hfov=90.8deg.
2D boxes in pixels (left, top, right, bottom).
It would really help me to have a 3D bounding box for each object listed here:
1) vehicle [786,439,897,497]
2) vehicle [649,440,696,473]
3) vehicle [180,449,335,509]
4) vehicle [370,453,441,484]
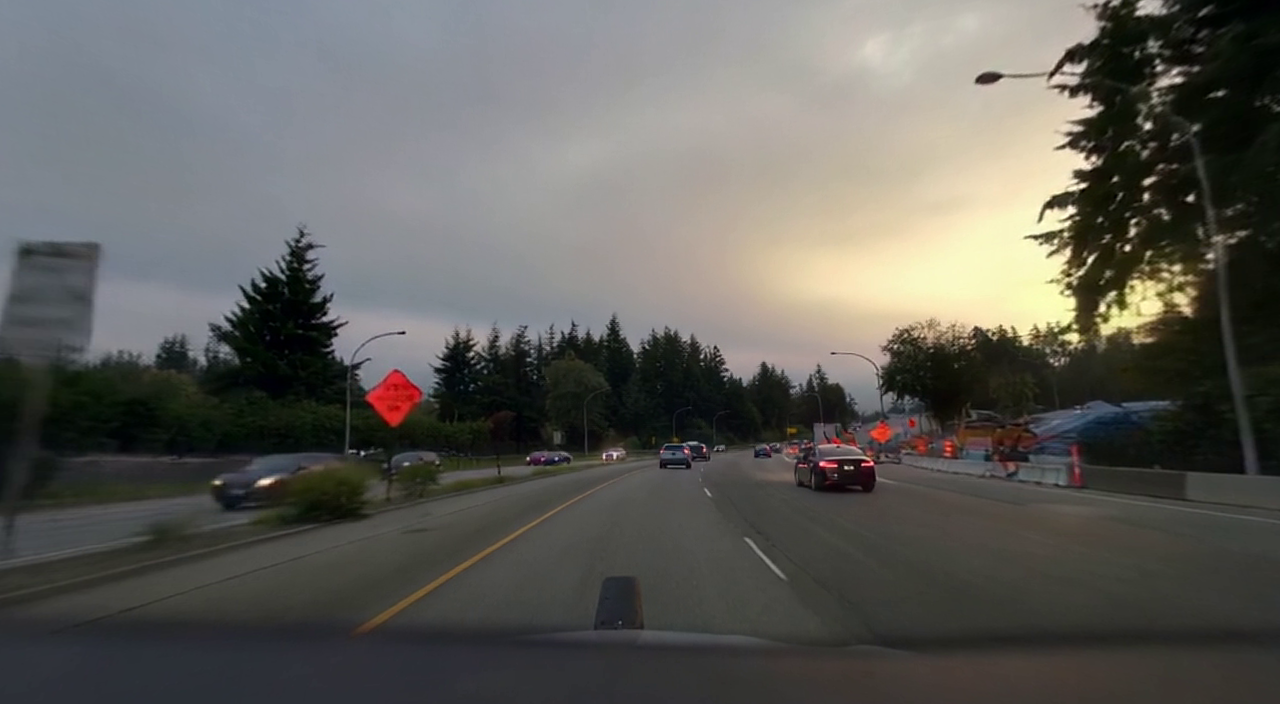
[{"bbox_3d":[5.679,3.313,18.430,2.044,1.474,4.083,-1,-9,3],"label":"vehicle"},{"bbox_3d":[1.849,5.673,34.457,2.201,1.676,4.541,-1,-9,7],"label":"vehicle"},{"bbox_3d":[-11.958,3.962,20.183,2.032,1.657,4.271,-1,-9,4],"label":"vehicle"},{"bbox_3d":[-13.566,6.752,36.864,1.913,1.610,4.549,-1,-9,7],"label":"vehicle"}]
